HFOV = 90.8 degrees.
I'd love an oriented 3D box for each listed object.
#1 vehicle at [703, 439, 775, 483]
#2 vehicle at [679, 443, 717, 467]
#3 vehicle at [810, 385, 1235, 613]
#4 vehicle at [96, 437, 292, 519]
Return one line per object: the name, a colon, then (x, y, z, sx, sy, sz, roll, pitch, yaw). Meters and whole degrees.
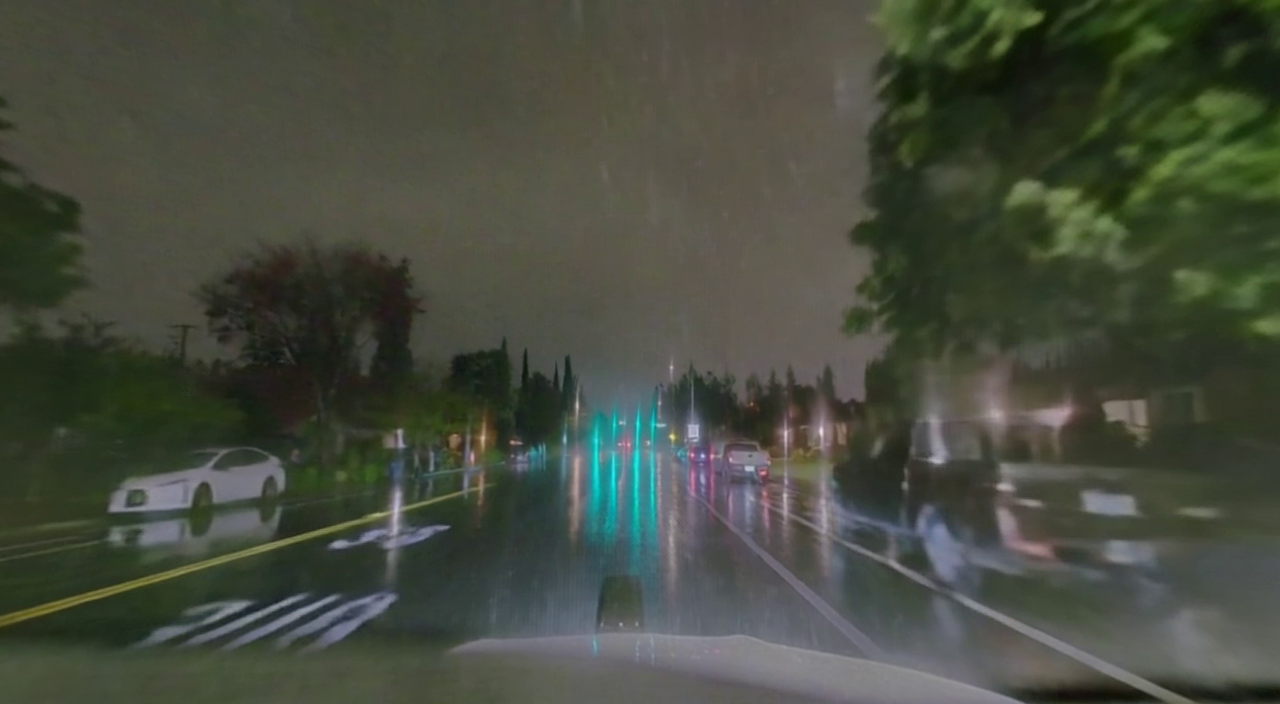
vehicle: (3.950, 4.456, 26.073, 1.999, 1.615, 4.513, 0, -9, -3)
vehicle: (3.932, 7.075, 43.623, 1.997, 1.510, 4.555, 0, -9, -3)
vehicle: (3.906, 1.599, 7.840, 2.120, 1.916, 4.836, 0, -9, -1)
vehicle: (-10.930, 3.122, 15.976, 1.964, 1.667, 4.217, -3, -10, -2)
